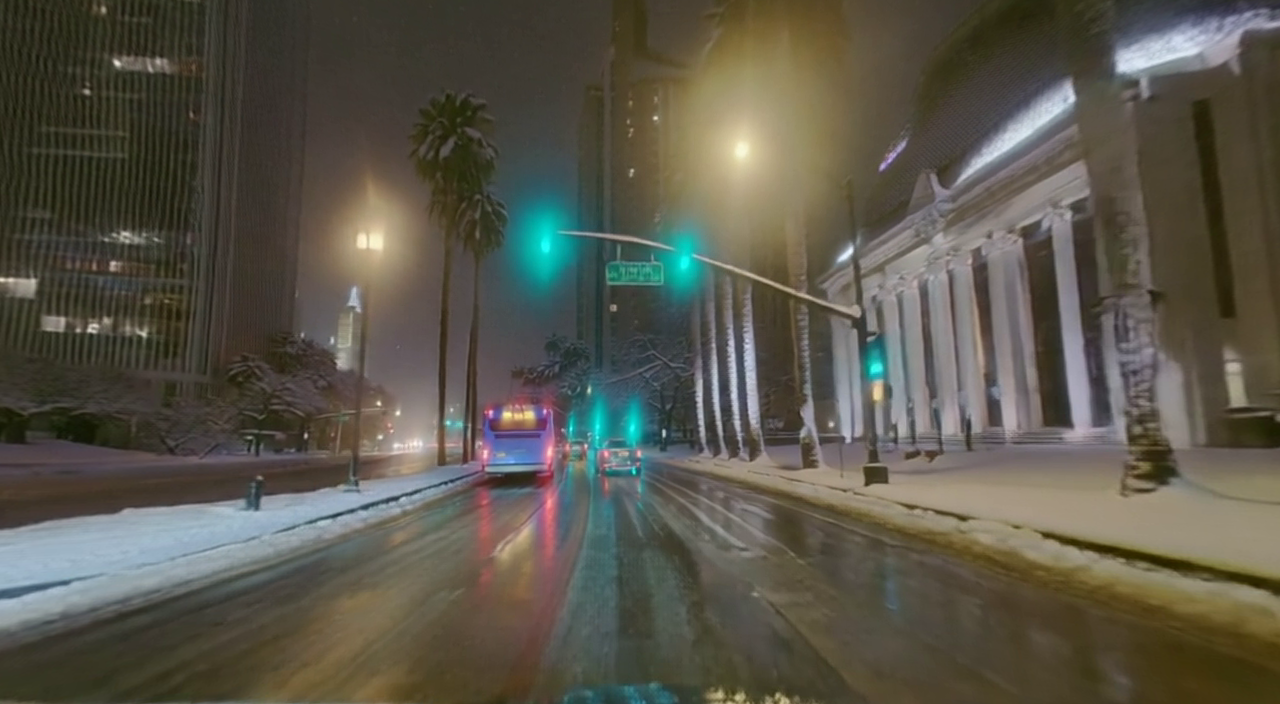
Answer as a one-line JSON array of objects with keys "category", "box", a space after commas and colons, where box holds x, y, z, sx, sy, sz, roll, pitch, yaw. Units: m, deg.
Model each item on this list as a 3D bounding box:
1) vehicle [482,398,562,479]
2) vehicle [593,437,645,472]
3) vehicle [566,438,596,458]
[{"category": "vehicle", "box": [-4.966, 3.850, 28.065, 2.678, 3.042, 8.474, 0, -8, -5]}, {"category": "vehicle", "box": [-1.073, 4.781, 29.577, 2.107, 1.481, 4.097, 1, -8, -6]}, {"category": "vehicle", "box": [-4.661, 7.554, 49.644, 1.993, 1.452, 3.873, 1, -8, -11]}]
